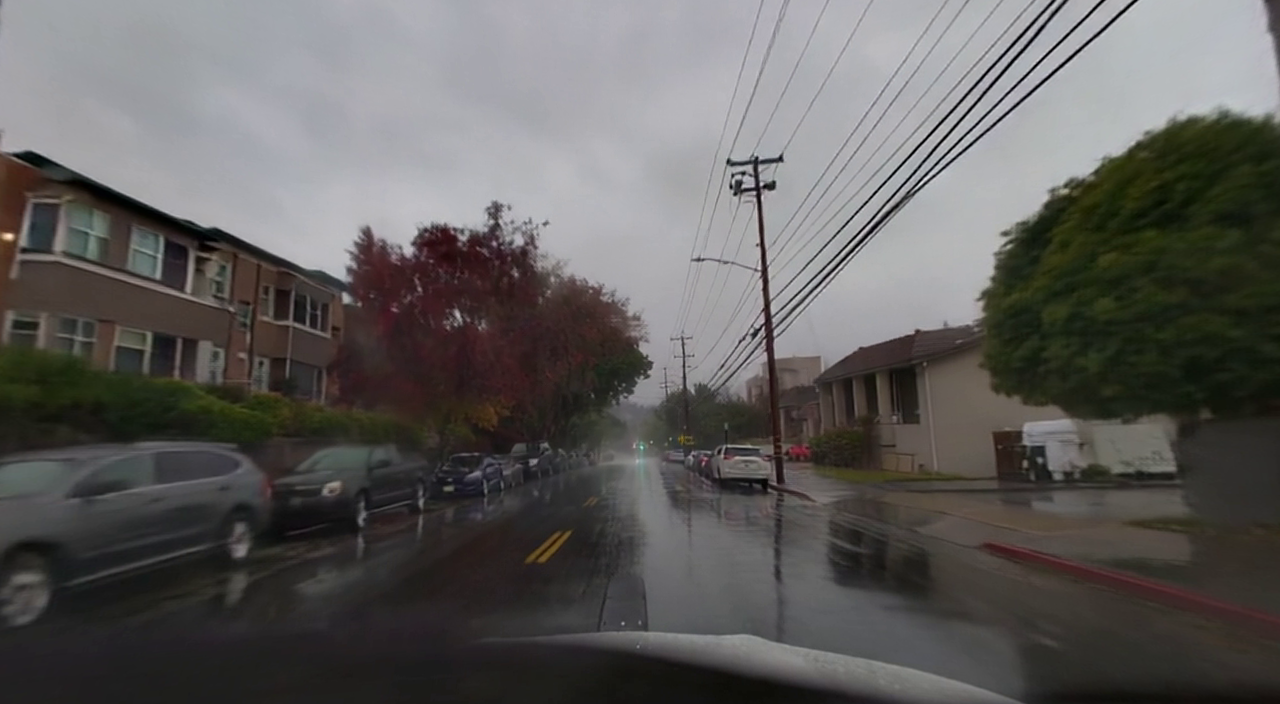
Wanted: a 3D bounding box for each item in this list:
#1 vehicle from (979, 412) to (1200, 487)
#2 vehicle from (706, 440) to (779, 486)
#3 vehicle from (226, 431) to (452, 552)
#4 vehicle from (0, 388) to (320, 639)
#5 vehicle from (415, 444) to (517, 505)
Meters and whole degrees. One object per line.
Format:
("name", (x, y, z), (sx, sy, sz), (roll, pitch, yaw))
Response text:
("vehicle", (14.042, 3.151, 20.488), (2.229, 2.040, 6.832), (0, -8, 1))
("vehicle", (4.106, 4.540, 25.972), (2.328, 1.730, 4.225), (0, -8, 0))
("vehicle", (-6.125, 2.814, 13.865), (2.063, 1.936, 5.919), (-4, -8, 0))
("vehicle", (-6.213, 1.746, 7.215), (2.120, 1.989, 5.616), (-3, -10, 0))
("vehicle", (-6.045, 4.283, 22.529), (2.247, 1.698, 4.944), (-3, -7, 0))
